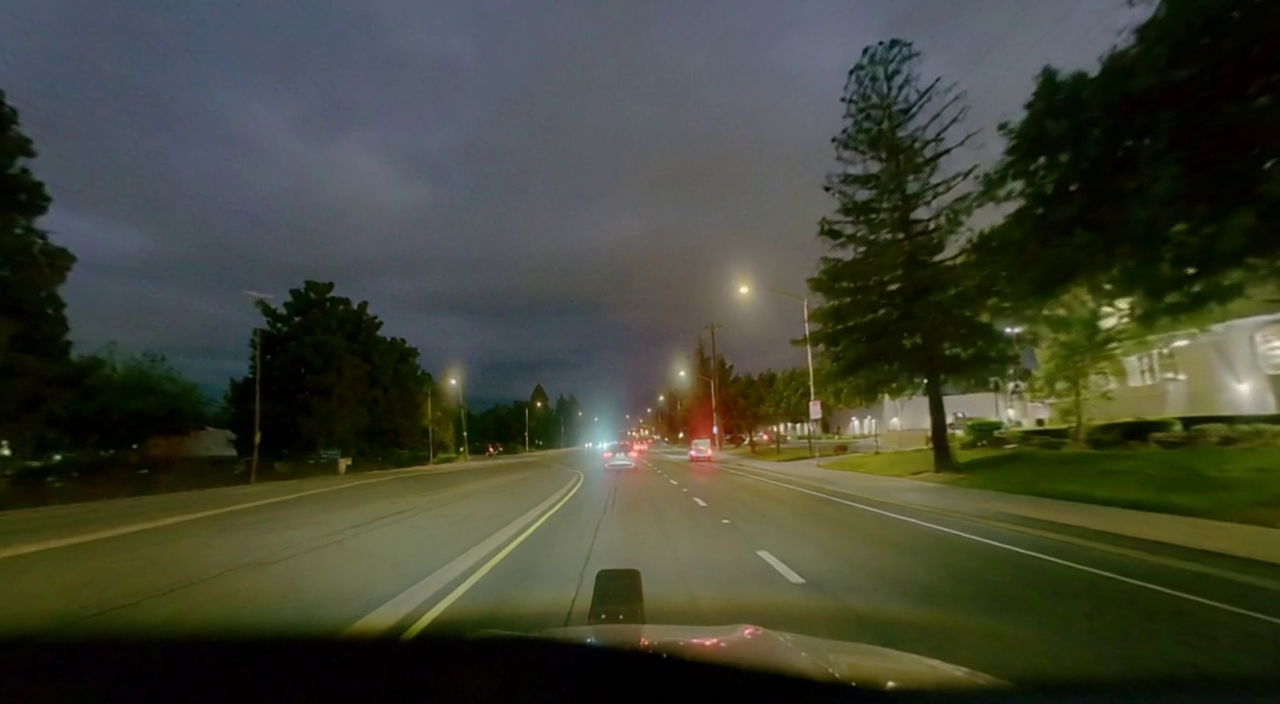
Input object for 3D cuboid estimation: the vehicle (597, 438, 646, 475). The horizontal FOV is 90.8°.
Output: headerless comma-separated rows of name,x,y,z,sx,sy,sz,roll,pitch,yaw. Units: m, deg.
vehicle,-0.890,5.005,30.443,2.181,1.639,4.127,0,-9,-2
